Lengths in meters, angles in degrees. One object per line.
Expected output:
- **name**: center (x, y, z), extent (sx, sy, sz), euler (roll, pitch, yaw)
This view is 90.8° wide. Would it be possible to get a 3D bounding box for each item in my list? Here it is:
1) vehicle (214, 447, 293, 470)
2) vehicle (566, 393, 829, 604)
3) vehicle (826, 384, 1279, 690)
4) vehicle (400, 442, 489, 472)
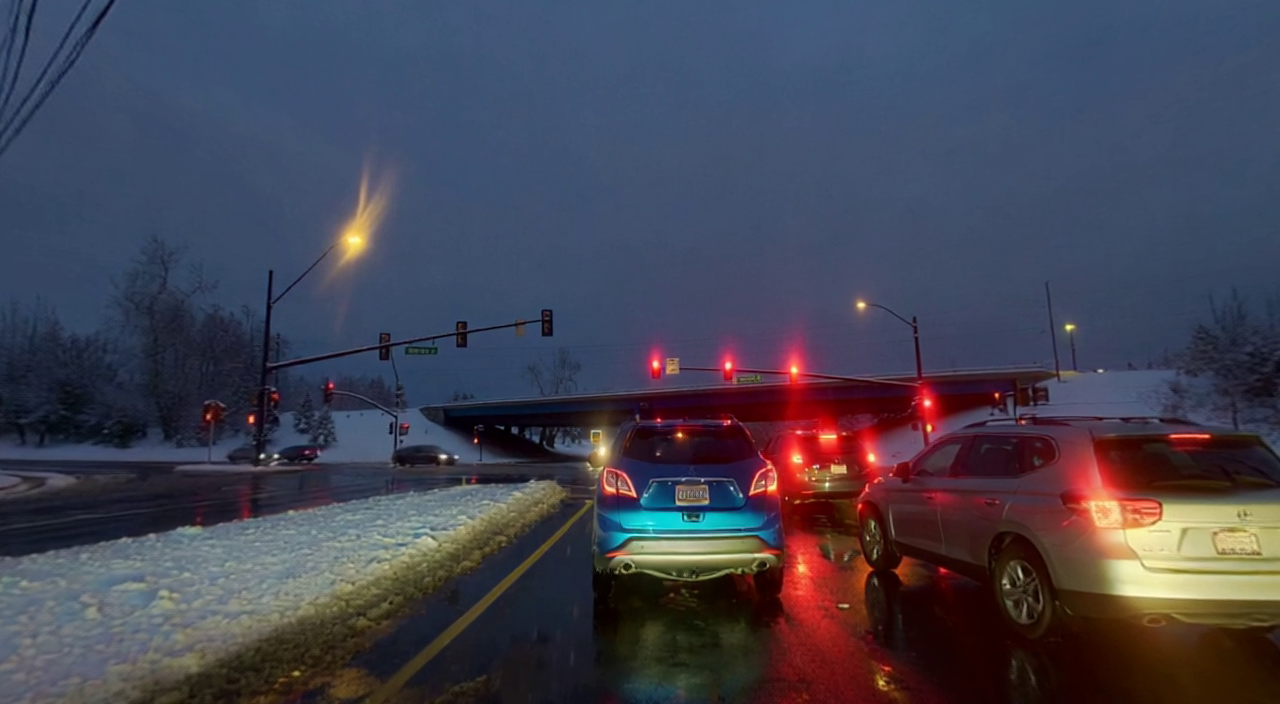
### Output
- **vehicle**: center (-25.787, 7.091, 42.142), extent (4.411, 1.466, 1.998), euler (-3, -9, 18)
- **vehicle**: center (0.432, 1.562, 7.625), extent (2.240, 1.778, 4.335), euler (0, -8, -2)
- **vehicle**: center (3.401, 1.344, 5.809), extent (1.990, 1.649, 4.625), euler (0, -8, 0)
- **vehicle**: center (-11.951, 6.455, 38.880), extent (4.673, 1.740, 2.174), euler (-1, -8, 5)
